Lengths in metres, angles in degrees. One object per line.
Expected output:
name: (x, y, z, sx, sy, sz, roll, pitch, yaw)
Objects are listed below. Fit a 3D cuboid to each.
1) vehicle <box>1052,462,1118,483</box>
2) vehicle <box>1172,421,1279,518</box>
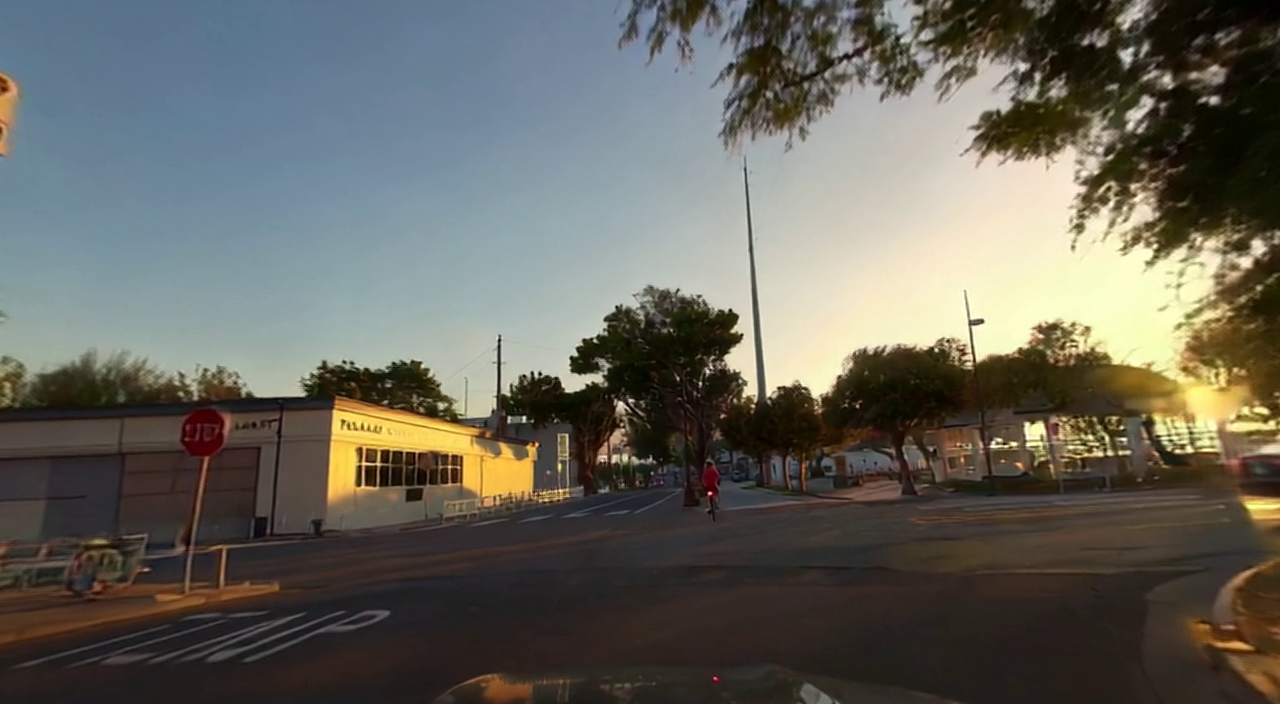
vehicle: (34.322, 9.334, 48.770, 3.794, 1.403, 1.636, -2, -11, -1)
vehicle: (12.489, 1.897, 10.310, 5.323, 1.479, 2.112, -2, -9, 11)
